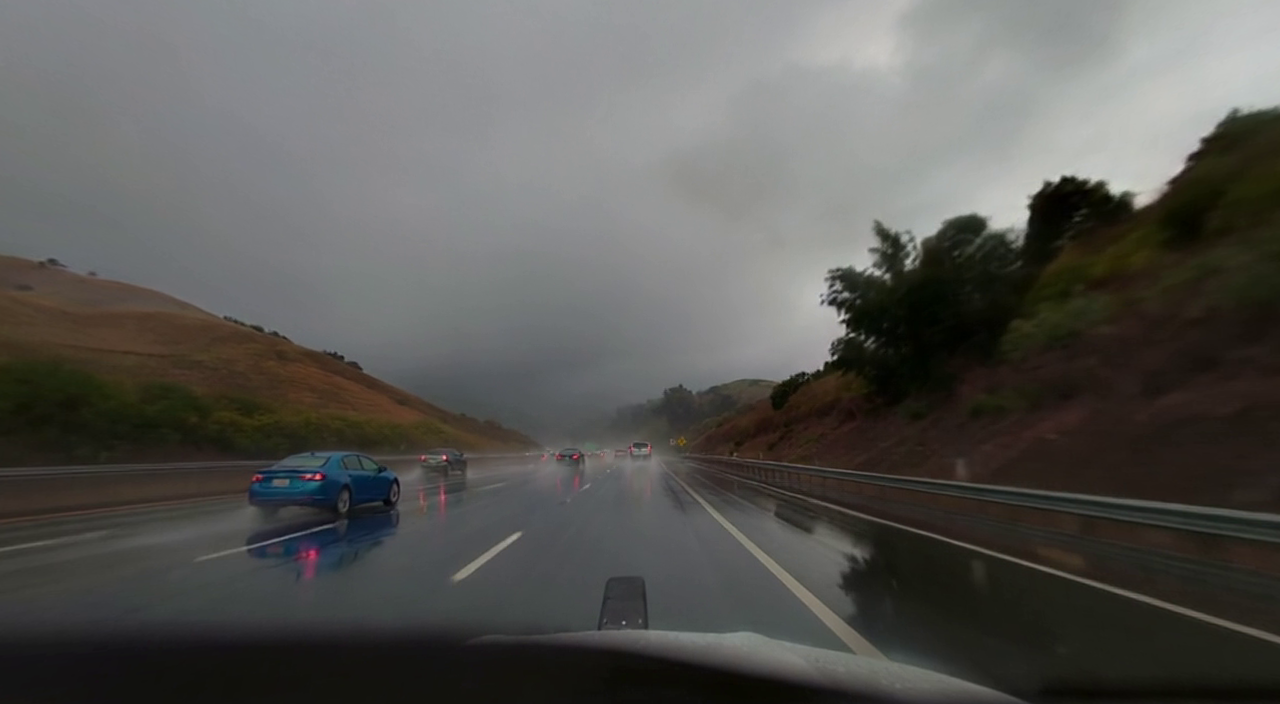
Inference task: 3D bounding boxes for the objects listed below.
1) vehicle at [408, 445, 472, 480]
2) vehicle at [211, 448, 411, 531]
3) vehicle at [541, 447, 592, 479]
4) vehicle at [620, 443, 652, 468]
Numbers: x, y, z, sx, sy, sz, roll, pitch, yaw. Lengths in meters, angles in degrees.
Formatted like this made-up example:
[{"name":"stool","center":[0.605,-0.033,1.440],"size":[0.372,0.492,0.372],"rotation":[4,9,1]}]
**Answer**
[{"name":"vehicle","center":[-10.997,6.073,35.050],"size":[2.025,1.750,4.505],"rotation":[0,-8,1]},{"name":"vehicle","center":[-6.769,2.830,13.639],"size":[1.991,1.441,4.265],"rotation":[0,-8,1]},{"name":"vehicle","center":[-3.820,5.835,33.513],"size":[2.144,1.505,4.649],"rotation":[0,-8,0]},{"name":"vehicle","center":[-0.300,7.344,44.784],"size":[2.225,1.674,4.044],"rotation":[0,-8,-1]}]
